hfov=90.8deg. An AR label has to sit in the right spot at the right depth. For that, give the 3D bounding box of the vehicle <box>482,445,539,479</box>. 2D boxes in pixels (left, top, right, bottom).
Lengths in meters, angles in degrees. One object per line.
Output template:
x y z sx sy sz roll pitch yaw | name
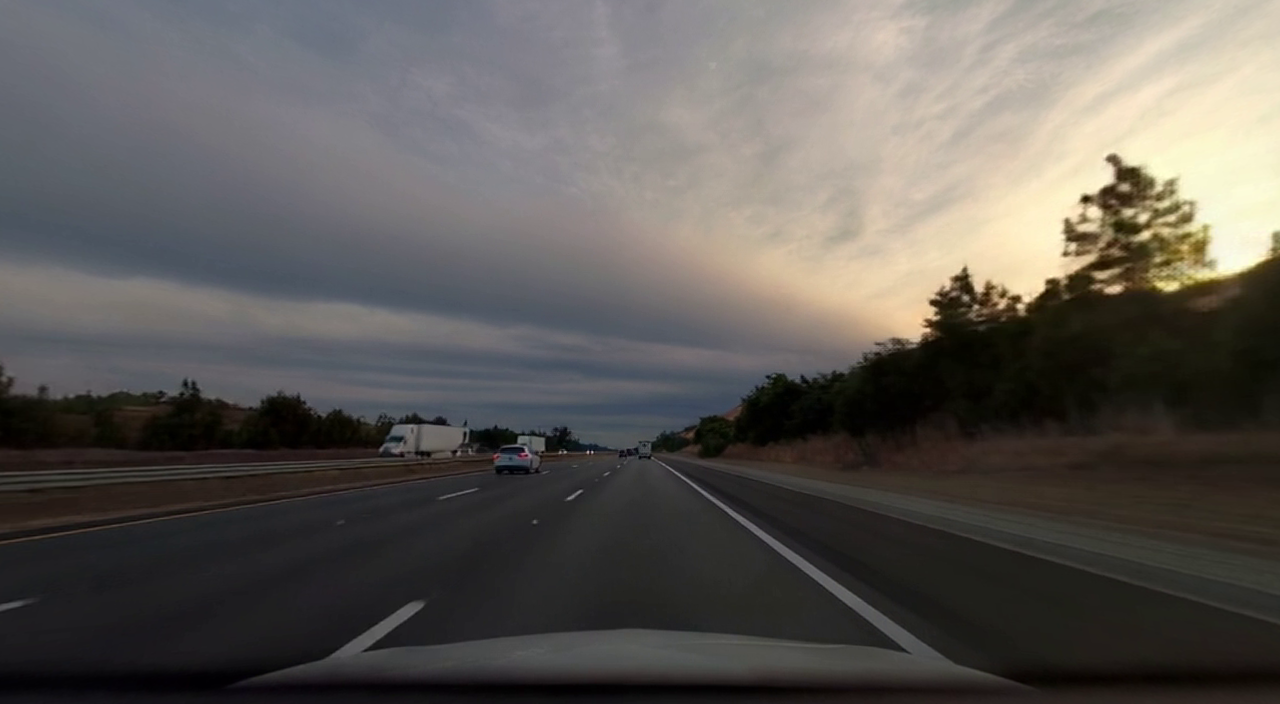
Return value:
-6.851 5.832 33.763 2.115 1.664 4.259 0 -9 0 | vehicle
